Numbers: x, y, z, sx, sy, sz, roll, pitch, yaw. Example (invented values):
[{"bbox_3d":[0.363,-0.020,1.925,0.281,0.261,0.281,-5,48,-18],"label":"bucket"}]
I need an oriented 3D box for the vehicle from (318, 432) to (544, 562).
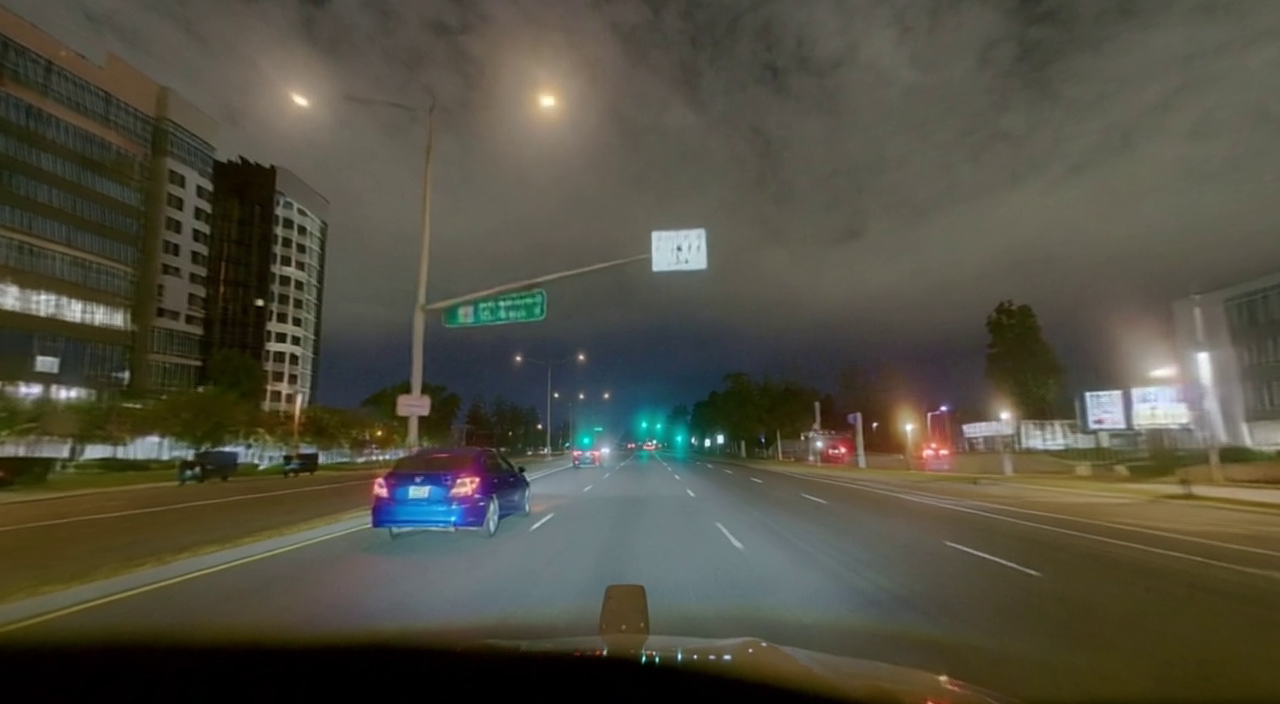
[{"bbox_3d":[-3.006,2.150,10.219,2.009,1.489,4.543,-4,-8,1],"label":"vehicle"}]

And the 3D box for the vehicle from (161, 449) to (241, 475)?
[{"bbox_3d":[-28.179,7.052,40.640,1.857,1.539,4.760,0,-8,-2],"label":"vehicle"}]
